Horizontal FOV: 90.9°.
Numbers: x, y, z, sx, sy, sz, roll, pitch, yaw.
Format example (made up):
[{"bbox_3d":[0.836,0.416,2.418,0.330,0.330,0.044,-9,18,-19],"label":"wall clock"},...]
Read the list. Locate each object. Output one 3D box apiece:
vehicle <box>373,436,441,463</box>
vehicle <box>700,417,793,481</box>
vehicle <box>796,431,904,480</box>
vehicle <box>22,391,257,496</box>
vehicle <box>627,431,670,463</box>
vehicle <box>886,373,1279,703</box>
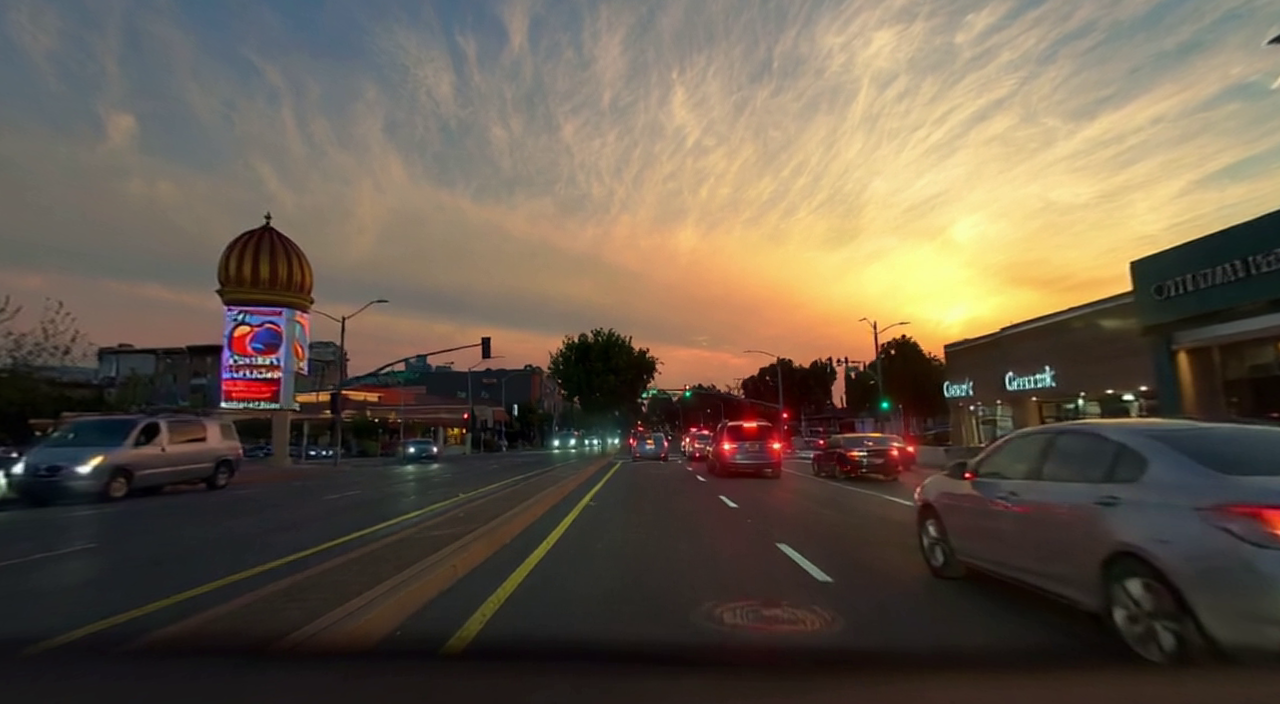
[{"bbox_3d":[-16.004,6.629,43.181,4.554,1.751,2.106,-6,-10,36],"label":"vehicle"},{"bbox_3d":[3.221,3.077,20.207,2.038,1.787,4.946,0,-8,-1],"label":"vehicle"},{"bbox_3d":[6.918,3.448,21.362,2.059,1.458,4.395,0,-8,-1],"label":"vehicle"},{"bbox_3d":[-15.298,2.880,19.989,2.371,2.799,5.978,0,-8,1],"label":"vehicle"},{"bbox_3d":[0.359,4.834,32.221,2.073,1.496,3.892,0,-8,-1],"label":"vehicle"},{"bbox_3d":[3.505,1.083,4.198,1.932,1.517,4.430,0,-8,0],"label":"vehicle"}]
